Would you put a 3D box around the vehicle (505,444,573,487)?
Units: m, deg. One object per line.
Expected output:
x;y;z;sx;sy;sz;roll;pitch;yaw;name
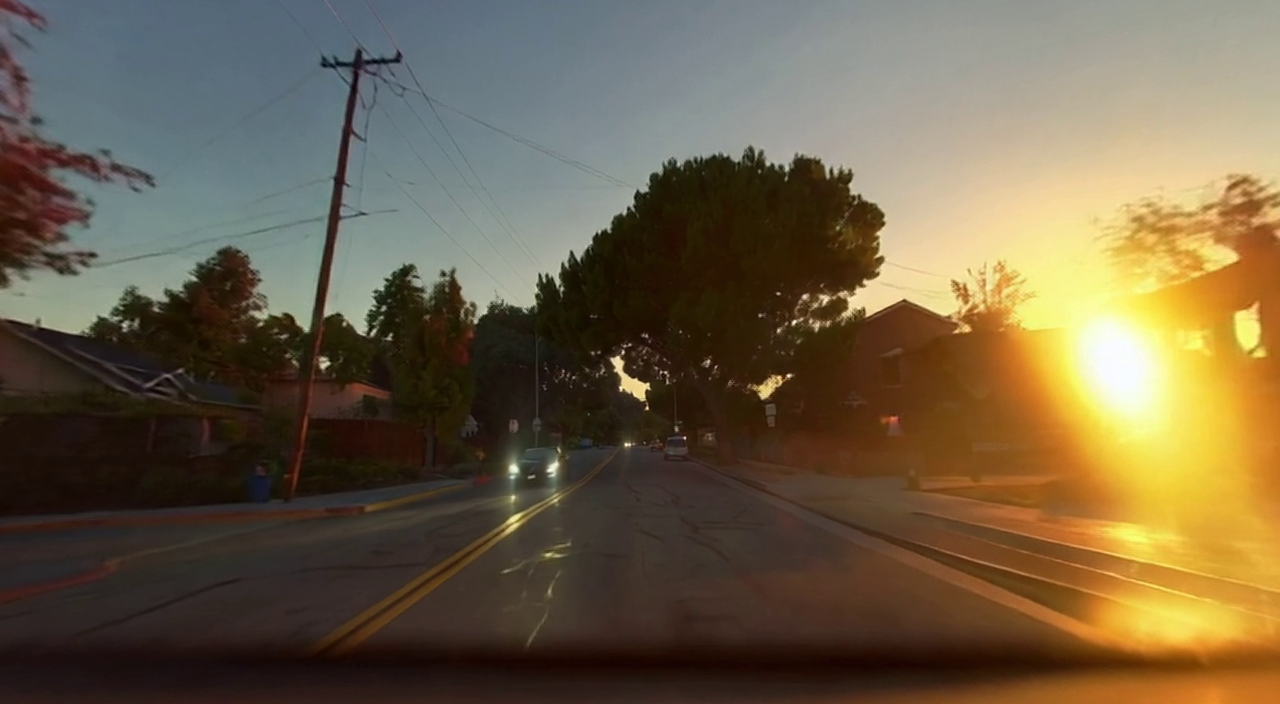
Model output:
-3.765;4.293;24.229;1.959;1.473;4.115;0;-8;0;vehicle
